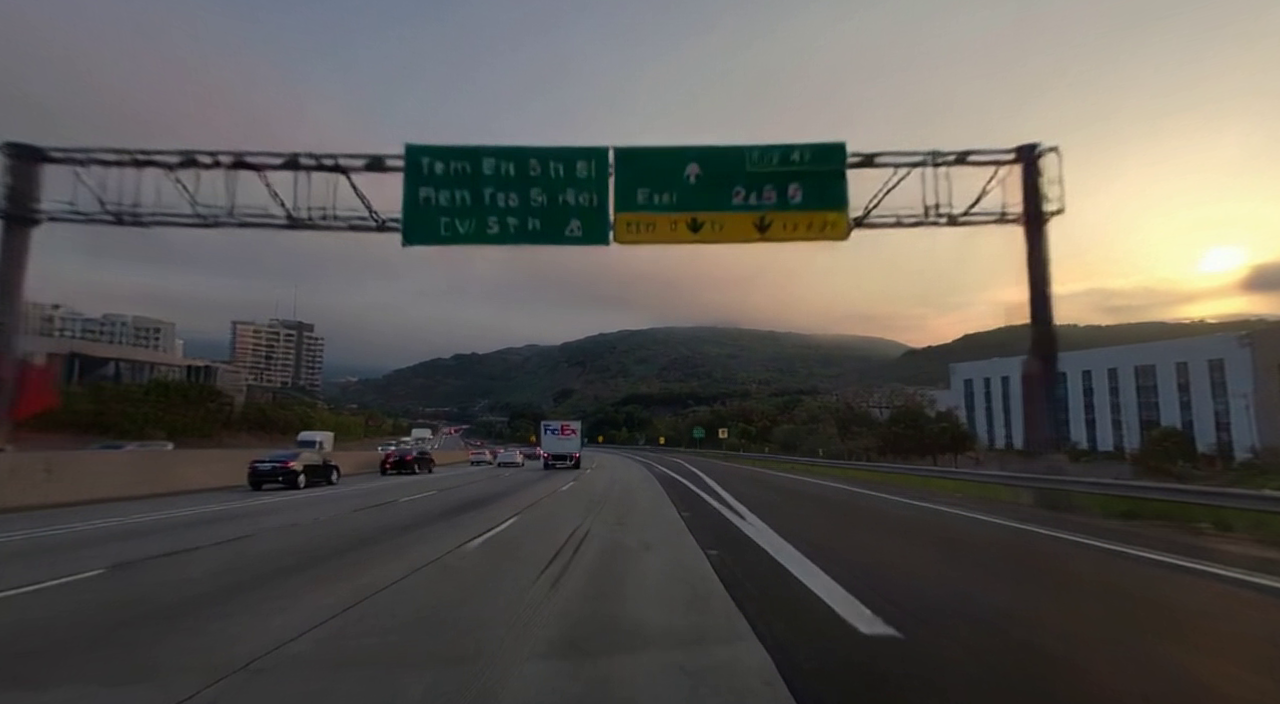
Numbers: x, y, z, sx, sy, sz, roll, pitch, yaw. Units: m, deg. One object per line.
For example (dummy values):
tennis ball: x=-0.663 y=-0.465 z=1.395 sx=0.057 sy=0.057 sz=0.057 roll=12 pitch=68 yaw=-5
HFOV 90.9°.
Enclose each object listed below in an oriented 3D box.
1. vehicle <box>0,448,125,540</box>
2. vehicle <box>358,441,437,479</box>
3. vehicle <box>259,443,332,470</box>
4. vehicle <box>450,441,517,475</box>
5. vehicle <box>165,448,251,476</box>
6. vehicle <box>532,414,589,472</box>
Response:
vehicle: x=-11.613 y=2.419 z=10.772 sx=1.879 sy=1.431 sz=4.425 roll=2 pitch=-8 yaw=0
vehicle: x=-12.260 y=5.461 z=32.247 sx=2.188 sy=1.784 sz=4.724 roll=0 pitch=-8 yaw=-1
vehicle: x=-21.233 y=6.456 z=39.116 sx=2.002 sy=1.540 sz=4.662 roll=0 pitch=-8 yaw=-1
vehicle: x=-8.564 y=5.830 z=35.042 sx=2.461 sy=1.767 sz=4.991 roll=0 pitch=-8 yaw=-1
vehicle: x=-24.913 y=6.330 z=36.635 sx=1.829 sy=1.450 sz=4.706 roll=0 pitch=-8 yaw=-2
vehicle: x=-4.785 y=5.663 z=39.248 sx=2.798 sy=3.212 sz=7.573 roll=0 pitch=-8 yaw=-2
